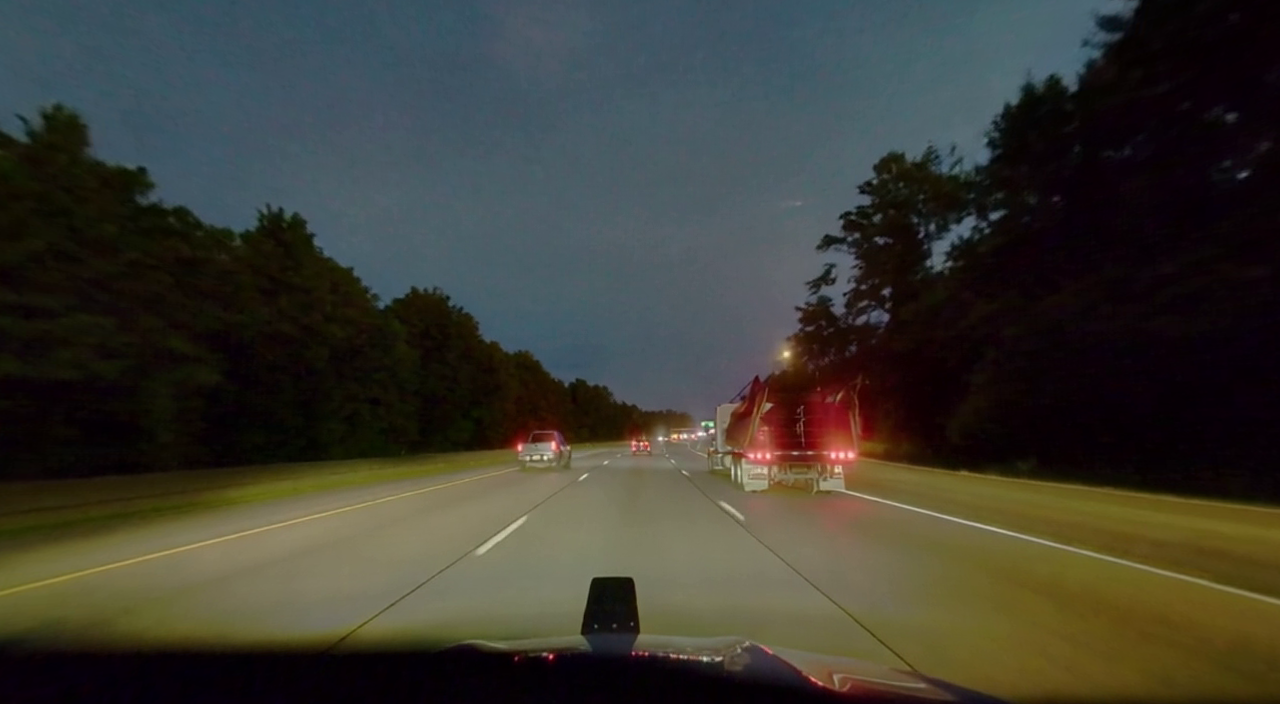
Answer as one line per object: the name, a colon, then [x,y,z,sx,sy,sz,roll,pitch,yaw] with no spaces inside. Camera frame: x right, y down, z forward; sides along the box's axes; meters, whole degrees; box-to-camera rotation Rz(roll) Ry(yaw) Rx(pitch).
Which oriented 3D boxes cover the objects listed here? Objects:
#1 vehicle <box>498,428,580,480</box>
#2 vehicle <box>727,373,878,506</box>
vehicle: [-3.280,3.394,21.354,2.008,1.588,4.147,0,-8,1]
vehicle: [3.453,1.965,14.355,2.256,2.568,4.049,0,-8,-1]
